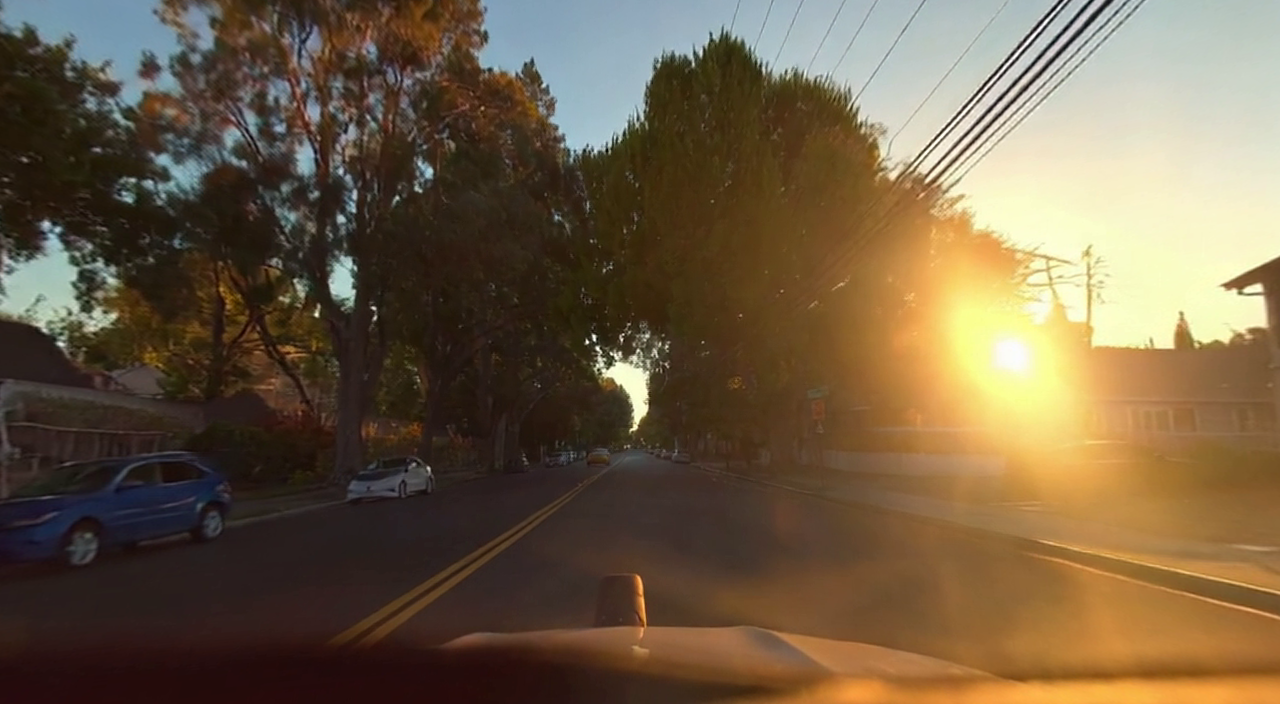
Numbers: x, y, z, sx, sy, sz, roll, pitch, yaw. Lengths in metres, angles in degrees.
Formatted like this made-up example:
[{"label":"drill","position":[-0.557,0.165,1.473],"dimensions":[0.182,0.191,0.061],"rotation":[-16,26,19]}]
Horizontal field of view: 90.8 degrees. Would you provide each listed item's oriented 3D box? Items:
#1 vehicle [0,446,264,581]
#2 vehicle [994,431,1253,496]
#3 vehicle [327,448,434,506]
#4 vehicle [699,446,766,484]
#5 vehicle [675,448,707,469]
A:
[{"label":"vehicle","position":[-8.583,2.443,10.483],"dimensions":[1.913,1.723,4.318],"rotation":[0,-8,1]},{"label":"vehicle","position":[11.799,2.744,15.715],"dimensions":[4.716,1.480,2.023],"rotation":[0,-8,1]},{"label":"vehicle","position":[-8.822,4.239,21.935],"dimensions":[1.970,1.785,4.274],"rotation":[0,-8,-2]},{"label":"vehicle","position":[4.153,5.131,29.040],"dimensions":[2.052,1.476,4.438],"rotation":[-2,-8,-5]},{"label":"vehicle","position":[3.826,8.081,47.990],"dimensions":[2.031,1.470,4.470],"rotation":[0,-8,-1]}]
